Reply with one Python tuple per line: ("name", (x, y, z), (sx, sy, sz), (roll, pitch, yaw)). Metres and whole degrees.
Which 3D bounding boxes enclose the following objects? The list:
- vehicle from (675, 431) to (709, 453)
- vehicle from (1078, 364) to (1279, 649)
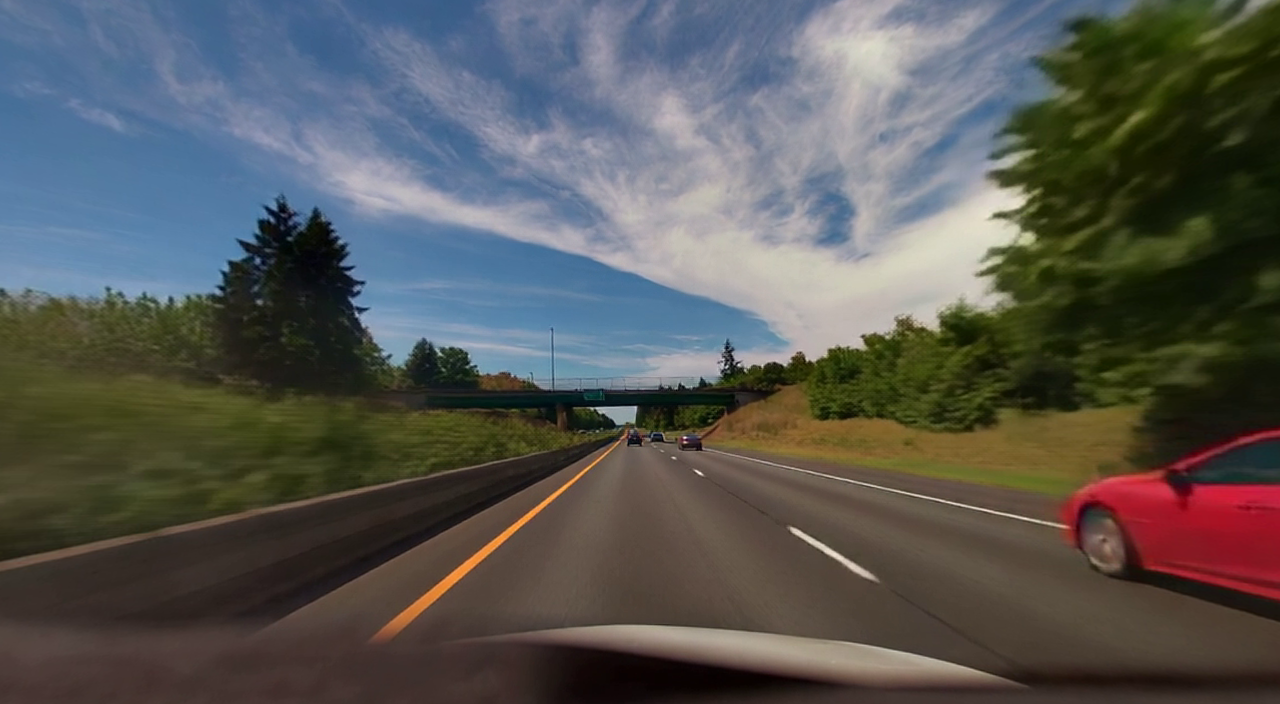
("vehicle", (3.821, 6.681, 46.994), (2.010, 1.526, 4.438), (0, -8, -3))
("vehicle", (4.790, 0.843, 3.227), (2.073, 1.651, 4.065), (0, -8, -1))
